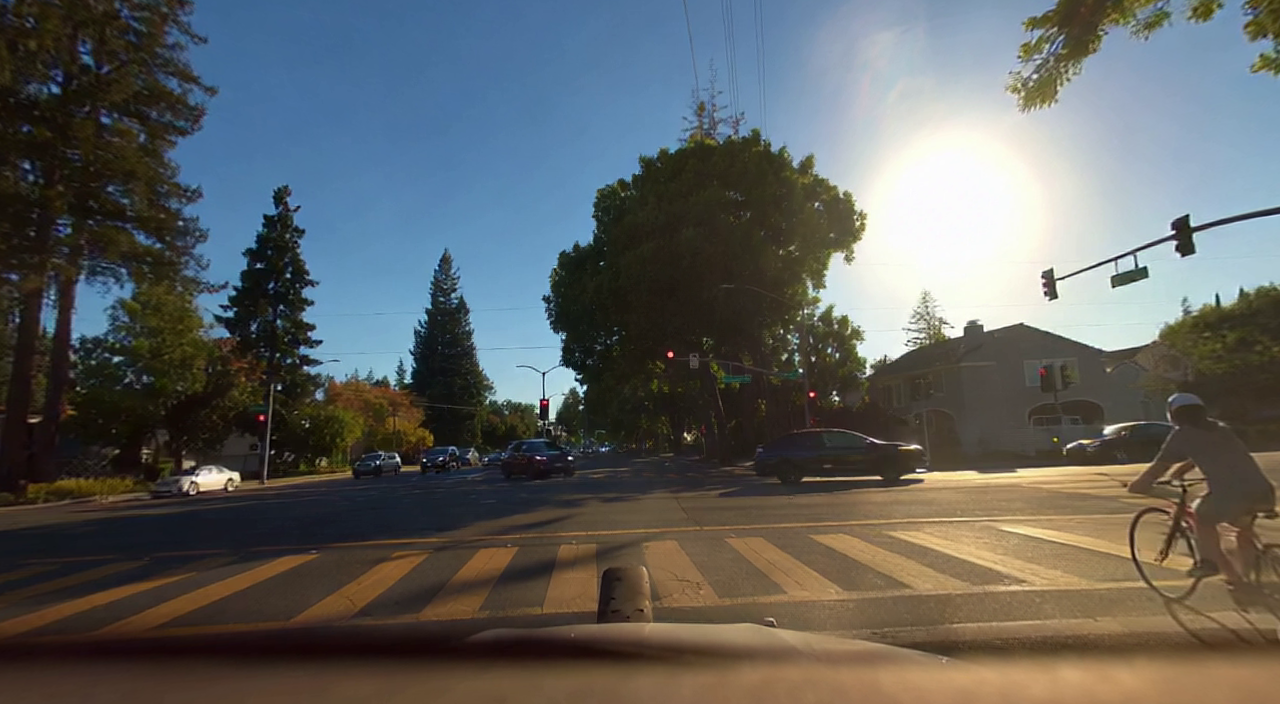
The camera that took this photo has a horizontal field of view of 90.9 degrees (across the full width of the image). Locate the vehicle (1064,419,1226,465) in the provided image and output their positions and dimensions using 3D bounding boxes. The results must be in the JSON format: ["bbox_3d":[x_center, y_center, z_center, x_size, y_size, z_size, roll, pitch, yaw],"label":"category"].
[{"bbox_3d":[17.318,3.102,21.763,3.969,1.493,1.823,0,-9,1],"label":"vehicle"}]

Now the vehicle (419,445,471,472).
[{"bbox_3d":[-13.945,7.618,45.348,2.093,1.769,4.971,0,-9,0],"label":"vehicle"}]

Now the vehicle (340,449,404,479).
[{"bbox_3d":[-17.249,7.201,40.826,2.006,1.735,4.591,0,-9,1],"label":"vehicle"}]

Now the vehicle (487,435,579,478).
[{"bbox_3d":[-4.884,4.622,28.112,2.191,1.731,5.188,5,-10,-32],"label":"vehicle"}]

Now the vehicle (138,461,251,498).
[{"bbox_3d":[-20.827,5.961,29.773,1.860,1.473,4.655,0,-9,1],"label":"vehicle"}]

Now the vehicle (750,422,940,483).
[{"bbox_3d":[6.177,3.073,19.374,5.217,1.673,2.006,-3,-9,18],"label":"vehicle"}]
